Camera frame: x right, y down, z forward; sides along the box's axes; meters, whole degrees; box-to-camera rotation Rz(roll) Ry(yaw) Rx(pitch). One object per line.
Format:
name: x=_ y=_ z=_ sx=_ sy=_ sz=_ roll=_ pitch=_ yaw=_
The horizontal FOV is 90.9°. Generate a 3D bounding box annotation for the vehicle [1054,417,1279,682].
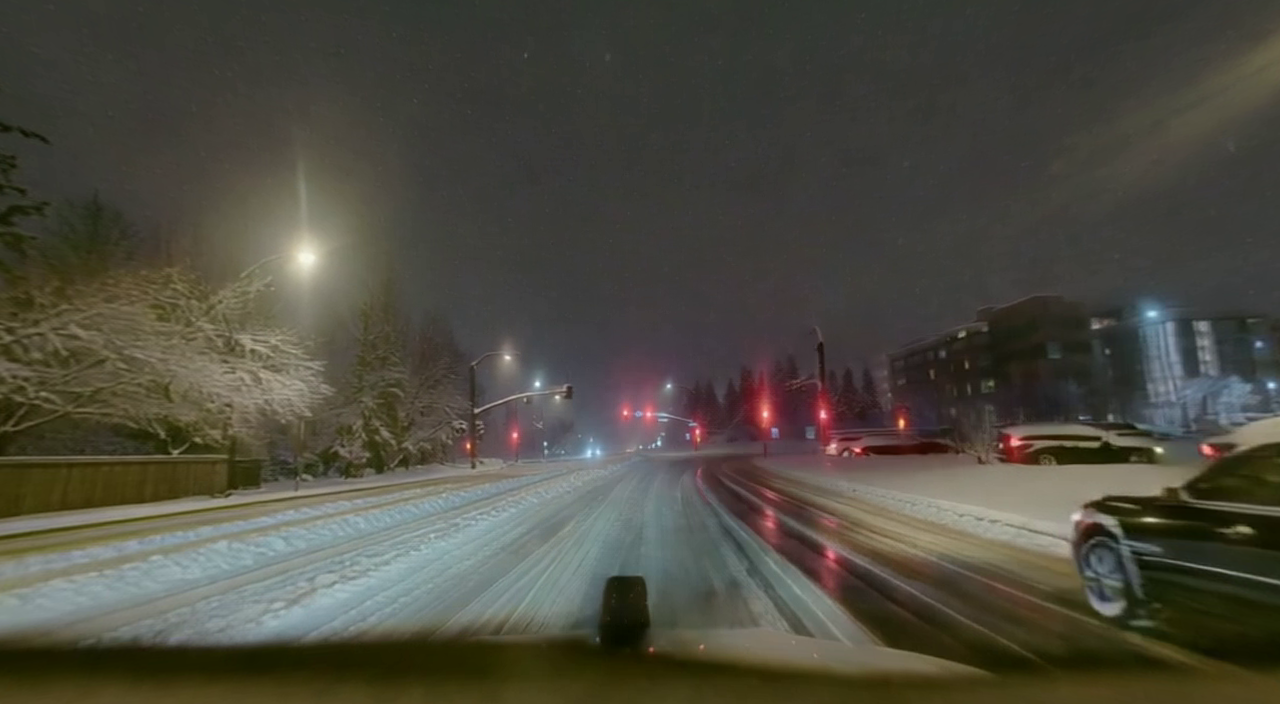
vehicle: x=4.532 y=1.025 z=3.024 sx=2.006 sy=1.448 sz=4.671 roll=0 pitch=-8 yaw=2

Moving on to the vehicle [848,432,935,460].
vehicle: x=14.334 y=5.368 z=36.129 sx=4.167 sy=1.476 sz=1.871 roll=-1 pitch=-8 yaw=1
